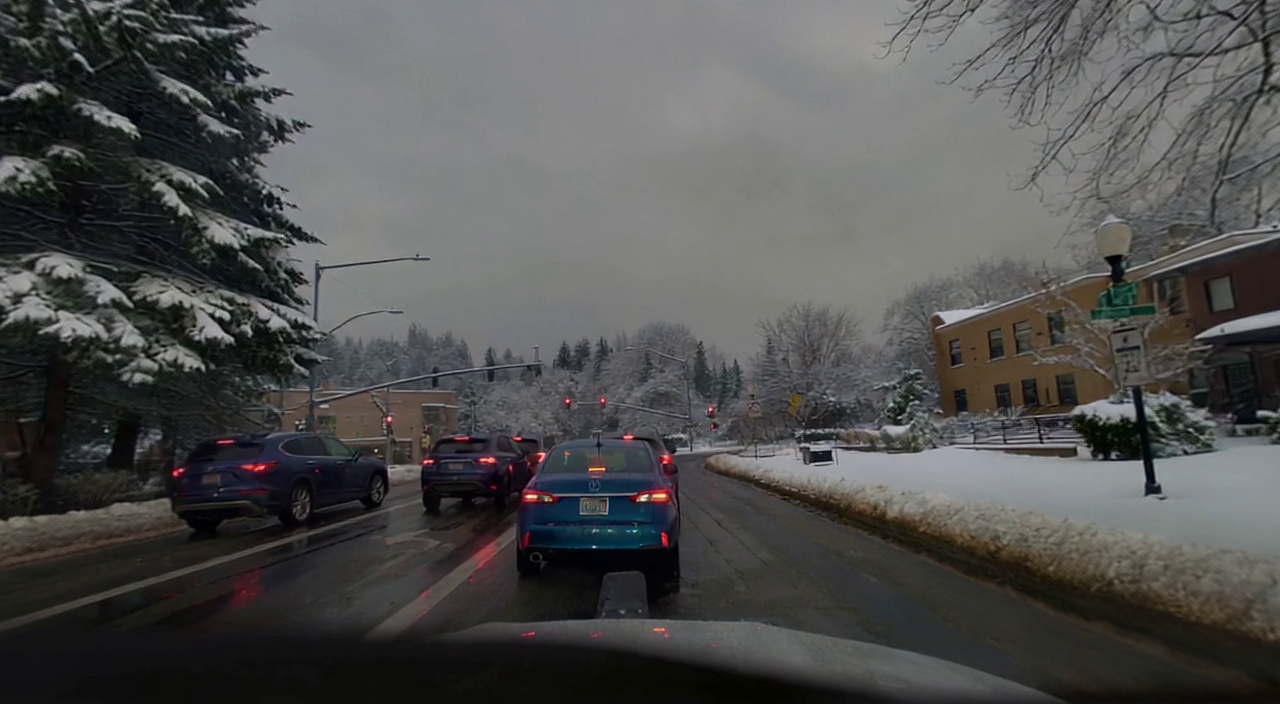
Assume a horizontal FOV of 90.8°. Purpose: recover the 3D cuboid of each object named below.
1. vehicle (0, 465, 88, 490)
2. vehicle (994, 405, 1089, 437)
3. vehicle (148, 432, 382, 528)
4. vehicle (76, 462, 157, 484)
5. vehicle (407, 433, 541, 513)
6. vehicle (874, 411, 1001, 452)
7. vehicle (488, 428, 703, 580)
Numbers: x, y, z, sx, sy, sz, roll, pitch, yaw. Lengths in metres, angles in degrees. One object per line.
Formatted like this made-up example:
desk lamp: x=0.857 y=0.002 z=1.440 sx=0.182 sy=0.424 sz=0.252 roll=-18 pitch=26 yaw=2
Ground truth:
vehicle: x=-36.616 y=7.638 z=38.540 sx=4.093 sy=1.440 sz=1.804 roll=0 pitch=-9 yaw=0
vehicle: x=28.401 y=4.959 z=44.930 sx=5.333 sy=1.880 sz=2.130 roll=-7 pitch=-9 yaw=27
vehicle: x=-7.278 y=2.507 z=12.946 sx=2.096 sy=1.593 sz=4.288 roll=0 pitch=-9 yaw=1
vehicle: x=-36.334 y=8.368 z=43.885 sx=3.918 sy=1.423 sz=1.861 roll=0 pitch=-9 yaw=-1
vehicle: x=-3.627 y=2.712 z=14.650 sx=1.969 sy=1.570 sz=4.019 roll=0 pitch=-9 yaw=1
vehicle: x=13.938 y=3.778 z=29.828 sx=4.975 sy=1.809 sz=1.956 roll=0 pitch=-9 yaw=1
vehicle: x=-0.420 y=1.798 z=8.233 sx=2.104 sy=1.472 sz=3.946 roll=0 pitch=-9 yaw=0
